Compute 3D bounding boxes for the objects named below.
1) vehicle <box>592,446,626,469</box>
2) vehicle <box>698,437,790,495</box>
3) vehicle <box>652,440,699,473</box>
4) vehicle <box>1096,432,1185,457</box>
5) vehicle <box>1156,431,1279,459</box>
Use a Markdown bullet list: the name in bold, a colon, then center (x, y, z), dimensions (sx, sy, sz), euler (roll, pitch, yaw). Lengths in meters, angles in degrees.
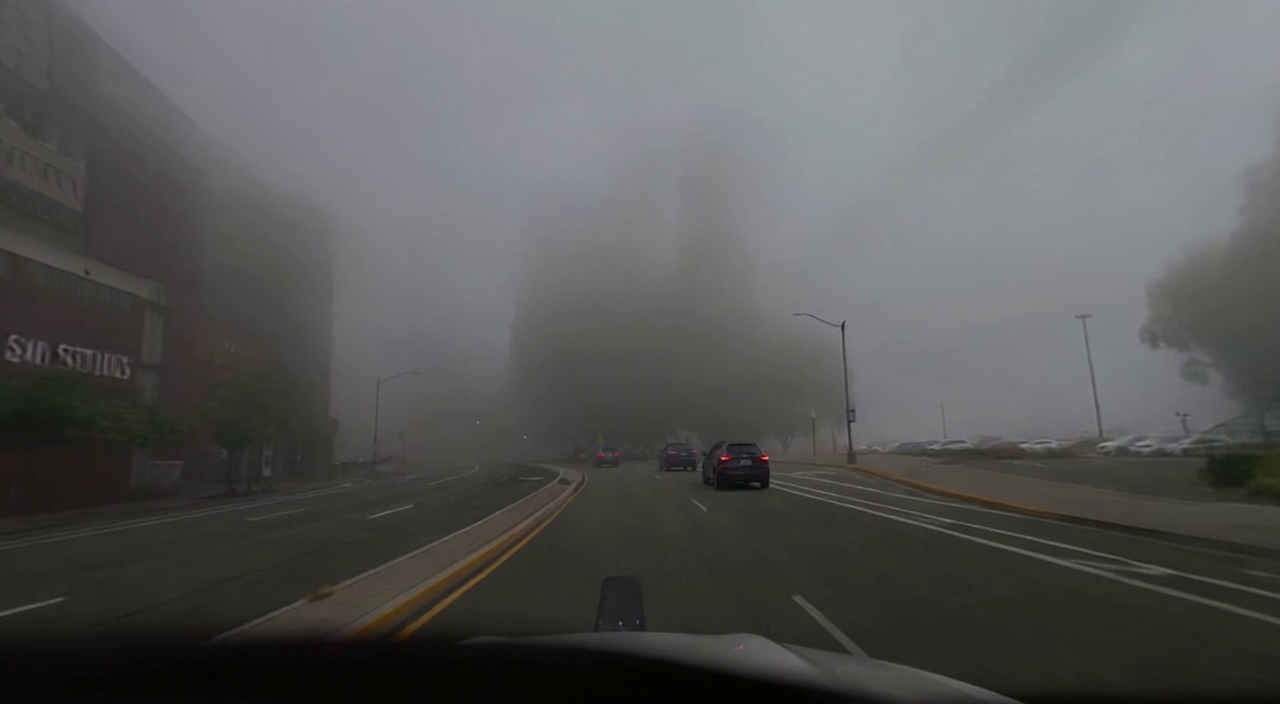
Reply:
- **vehicle**: center (-2.240, 7.368, 44.344), dimensions (2.068, 1.512, 3.987), euler (1, -9, -8)
- **vehicle**: center (3.112, 3.494, 19.790), dimensions (1.966, 1.596, 3.980), euler (0, -9, -4)
- **vehicle**: center (1.995, 5.993, 36.574), dimensions (2.046, 1.768, 4.370), euler (1, -9, -5)
- **vehicle**: center (32.409, 5.980, 40.999), dimensions (4.032, 1.560, 2.059), euler (0, -9, -1)
- **vehicle**: center (32.285, 5.216, 35.415), dimensions (4.860, 1.461, 2.041), euler (0, -8, 0)
